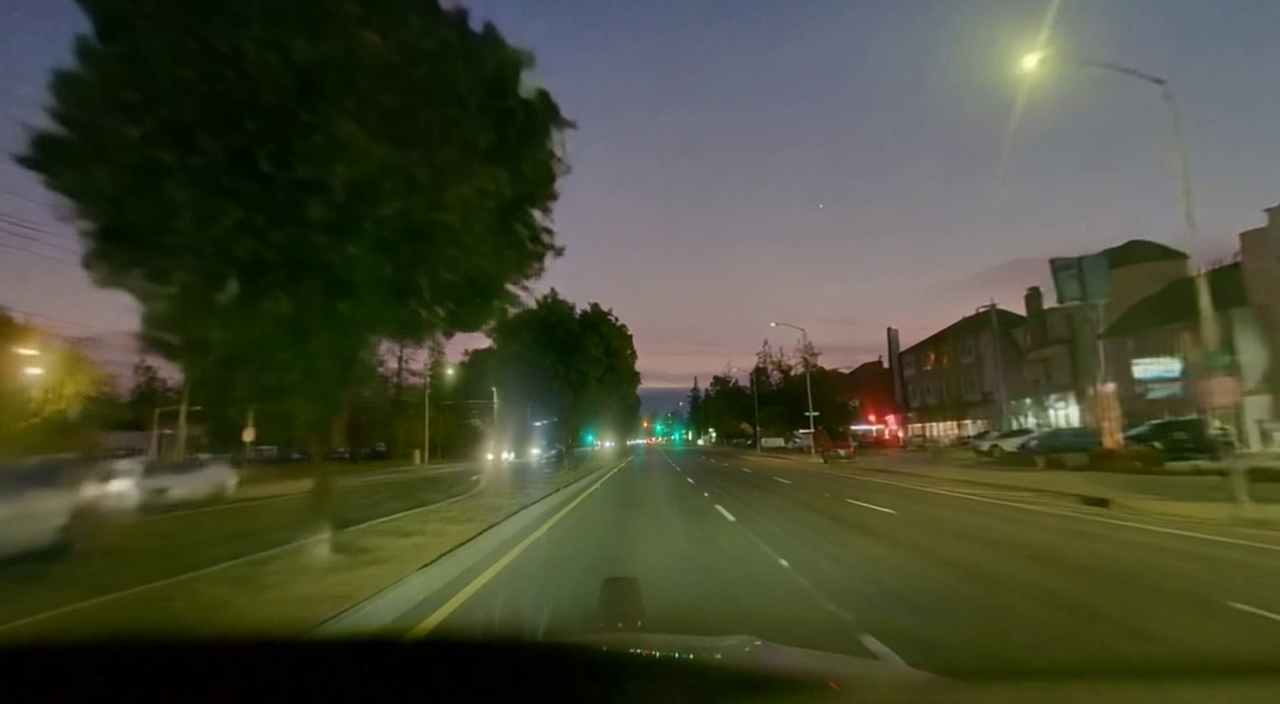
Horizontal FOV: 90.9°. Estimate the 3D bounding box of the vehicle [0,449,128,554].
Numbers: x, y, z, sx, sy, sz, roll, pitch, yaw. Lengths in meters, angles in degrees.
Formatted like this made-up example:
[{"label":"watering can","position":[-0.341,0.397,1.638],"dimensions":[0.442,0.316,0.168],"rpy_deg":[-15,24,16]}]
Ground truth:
[{"label":"vehicle","position":[-10.023,2.083,8.687],"dimensions":[1.942,1.468,4.708],"rpy_deg":[0,-9,1]}]
